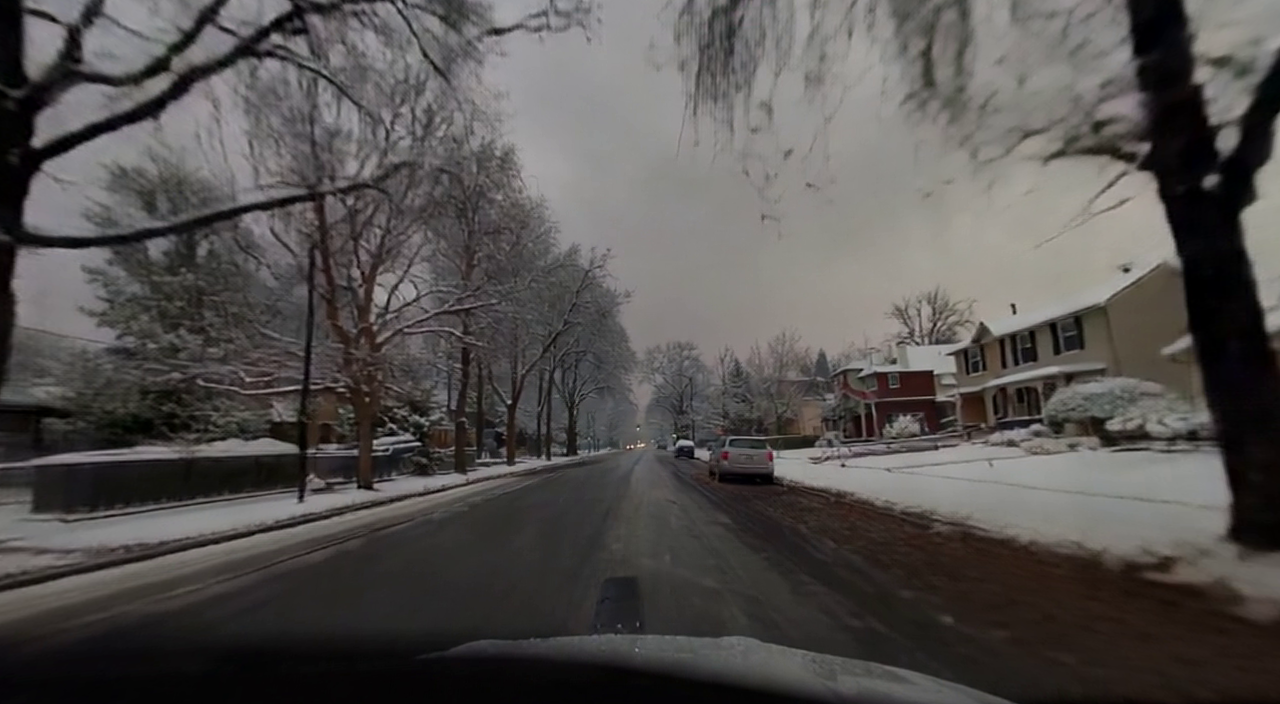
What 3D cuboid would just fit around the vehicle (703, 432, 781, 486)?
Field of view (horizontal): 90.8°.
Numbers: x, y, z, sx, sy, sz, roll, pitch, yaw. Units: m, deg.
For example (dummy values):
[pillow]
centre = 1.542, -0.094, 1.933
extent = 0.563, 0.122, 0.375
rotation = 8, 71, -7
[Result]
[vehicle]
centre = 3.522, 3.780, 22.662
extent = 2.055, 1.738, 4.448
rotation = 0, -8, 0
